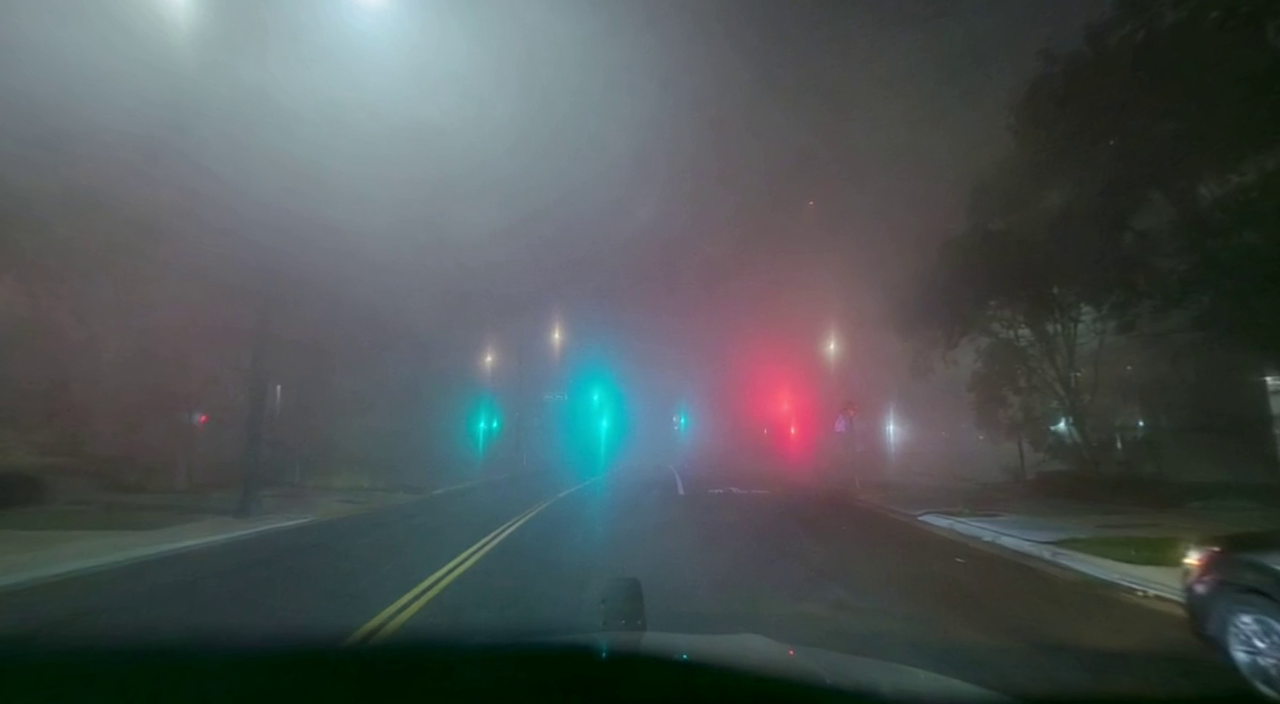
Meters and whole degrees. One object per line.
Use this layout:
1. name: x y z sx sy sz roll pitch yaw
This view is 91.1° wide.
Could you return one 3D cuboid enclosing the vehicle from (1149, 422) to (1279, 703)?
1. vehicle: 3.945 0.834 1.352 1.967 1.469 4.574 0 -9 2
